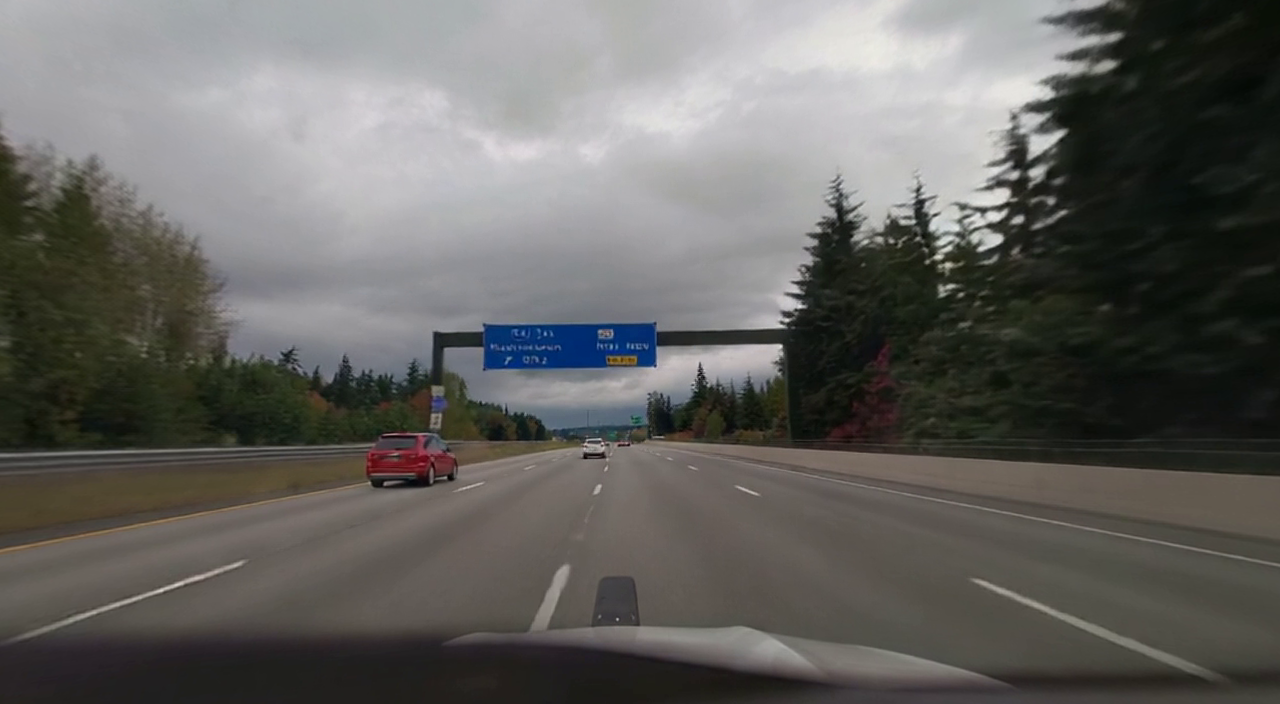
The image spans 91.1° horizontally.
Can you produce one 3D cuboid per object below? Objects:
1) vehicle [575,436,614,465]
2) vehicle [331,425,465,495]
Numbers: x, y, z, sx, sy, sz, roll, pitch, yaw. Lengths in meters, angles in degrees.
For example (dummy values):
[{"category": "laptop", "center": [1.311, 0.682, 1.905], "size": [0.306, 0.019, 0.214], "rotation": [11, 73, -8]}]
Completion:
[{"category": "vehicle", "center": [-2.522, 5.584, 35.978], "size": [2.010, 1.534, 4.013], "rotation": [0, -8, -1]}, {"category": "vehicle", "center": [-6.612, 2.981, 17.843], "size": [2.111, 1.689, 4.505], "rotation": [0, -8, -2]}]
